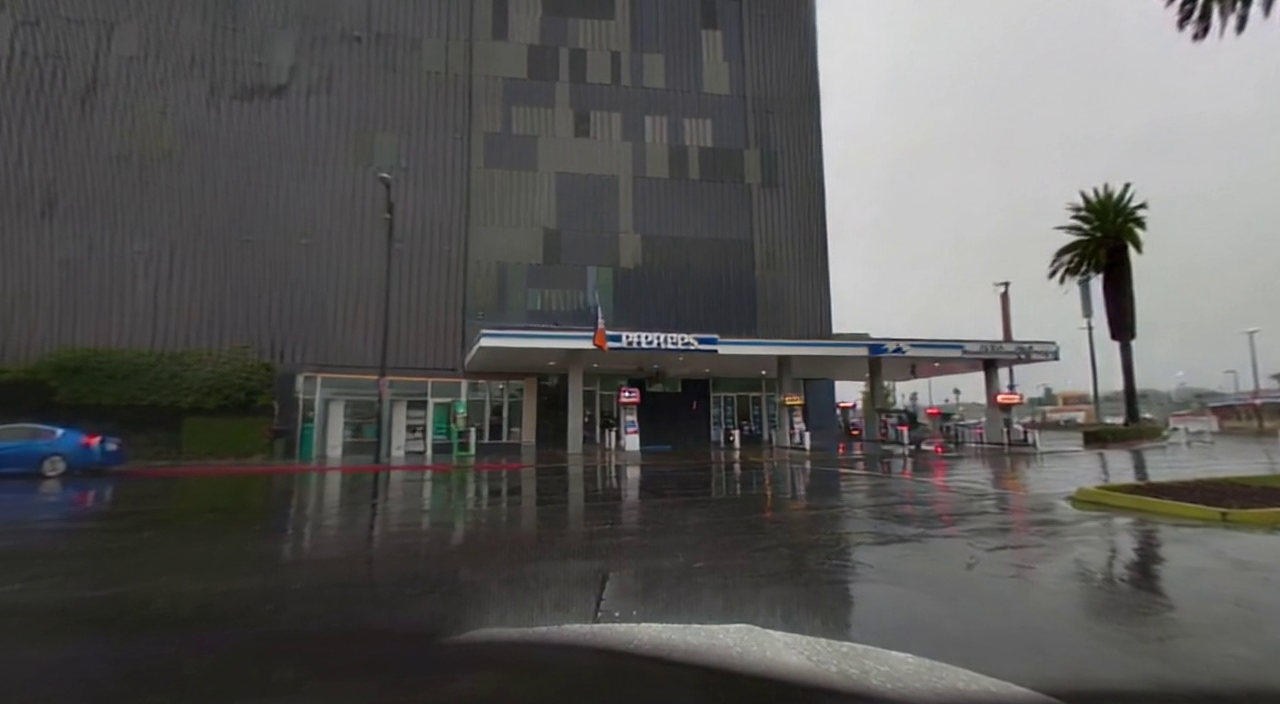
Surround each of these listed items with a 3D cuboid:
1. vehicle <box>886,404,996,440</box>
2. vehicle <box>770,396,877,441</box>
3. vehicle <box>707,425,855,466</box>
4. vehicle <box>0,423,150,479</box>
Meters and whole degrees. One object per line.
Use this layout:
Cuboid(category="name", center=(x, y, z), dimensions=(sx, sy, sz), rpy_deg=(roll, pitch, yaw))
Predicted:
Cuboid(category="vehicle", center=(21.630, 5.058, 45.483), dimensions=(7.026, 2.329, 2.545), rpy_deg=(3, -6, -13))
Cuboid(category="vehicle", center=(10.707, 3.952, 37.071), dimensions=(5.524, 2.504, 2.196), rpy_deg=(2, -7, -10))
Cuboid(category="vehicle", center=(4.961, 3.313, 22.414), dimensions=(4.782, 1.371, 1.763), rpy_deg=(2, -9, -13))
Cuboid(category="vehicle", center=(-17.135, 2.781, 17.810), dimensions=(4.857, 1.497, 1.811), rpy_deg=(1, -9, -7))
